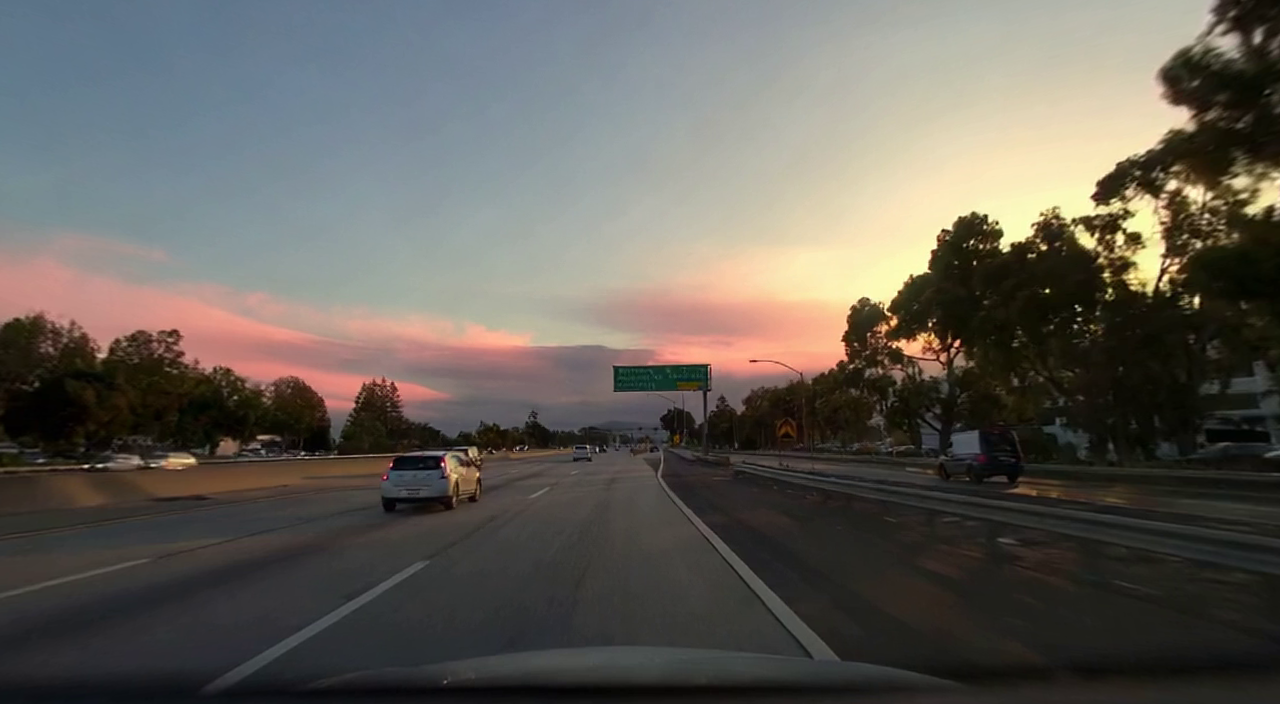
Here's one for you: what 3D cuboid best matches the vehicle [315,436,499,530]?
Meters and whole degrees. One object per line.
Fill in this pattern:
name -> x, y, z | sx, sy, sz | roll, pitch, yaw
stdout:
vehicle -> -4.248, 2.447, 12.499 | 1.940, 1.479, 4.777 | 0, -9, -2

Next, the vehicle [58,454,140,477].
vehicle -> -37.889, 7.952, 44.429 | 1.855, 1.463, 4.602 | 0, -9, -3
